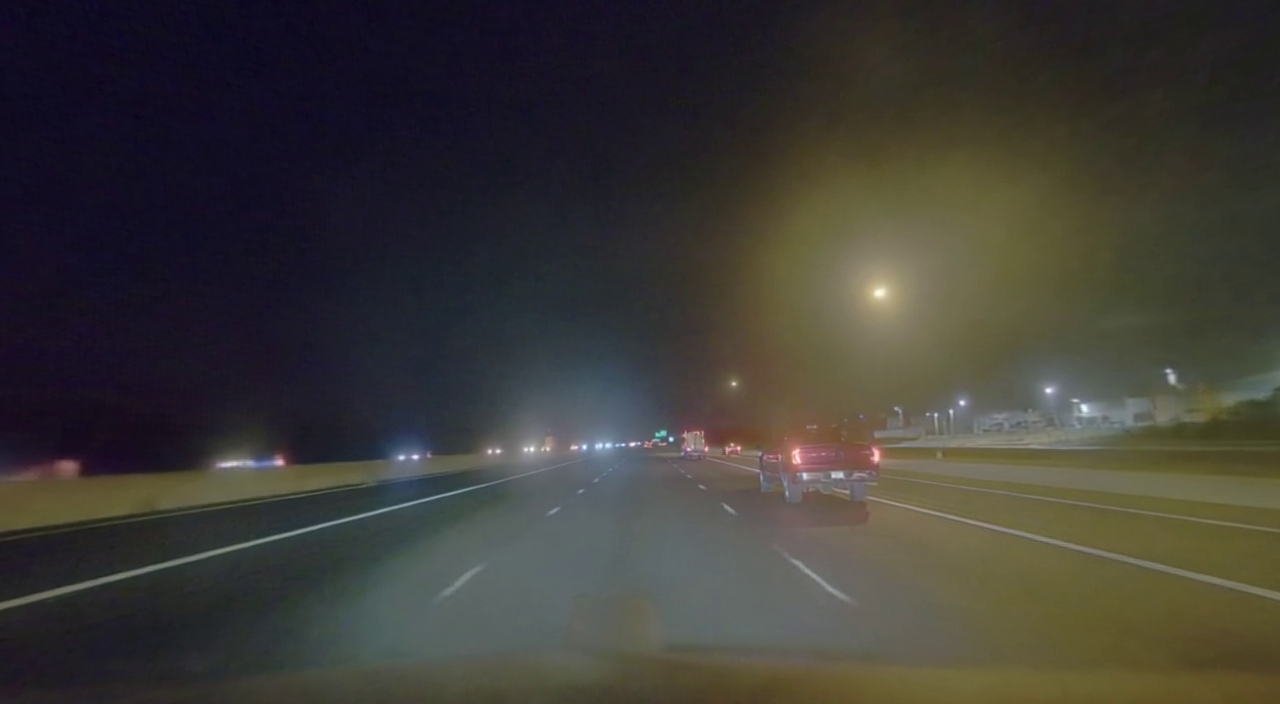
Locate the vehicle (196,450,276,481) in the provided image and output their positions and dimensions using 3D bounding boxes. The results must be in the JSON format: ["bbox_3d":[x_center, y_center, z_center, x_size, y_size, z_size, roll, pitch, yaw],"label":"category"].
[{"bbox_3d":[-27.389,7.659,42.967,2.166,1.899,4.886,0,-8,0],"label":"vehicle"}]
